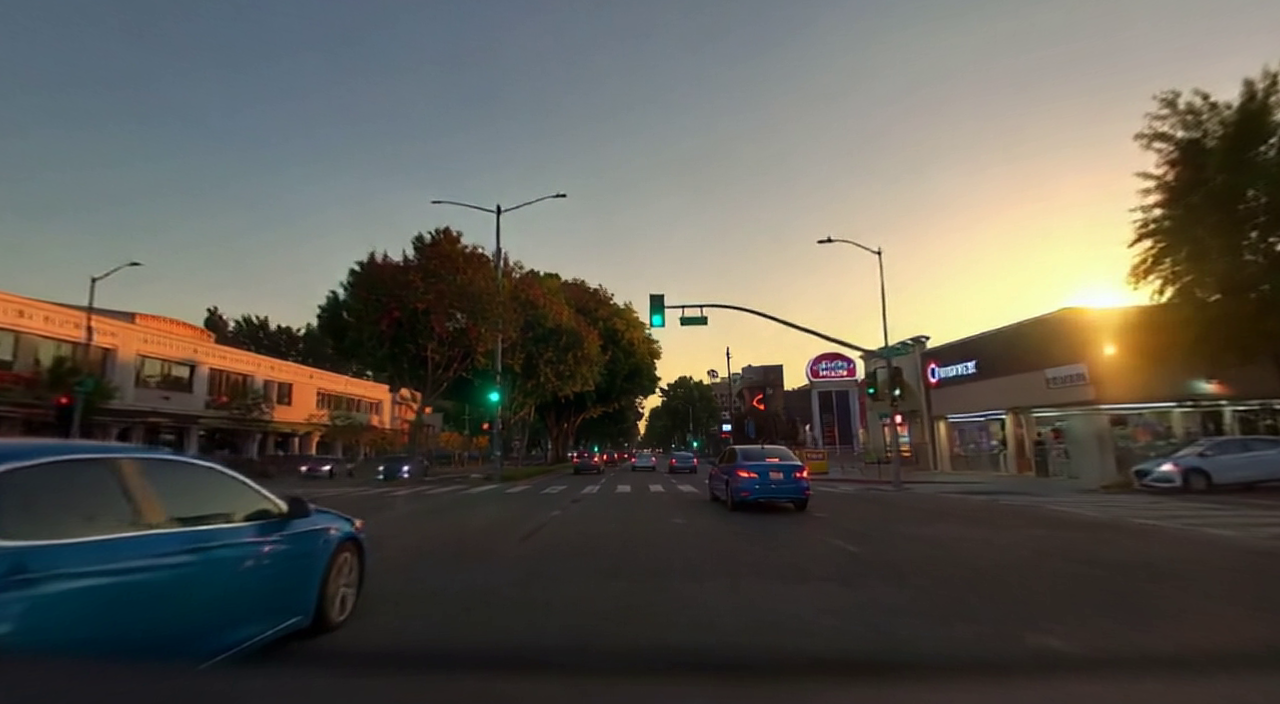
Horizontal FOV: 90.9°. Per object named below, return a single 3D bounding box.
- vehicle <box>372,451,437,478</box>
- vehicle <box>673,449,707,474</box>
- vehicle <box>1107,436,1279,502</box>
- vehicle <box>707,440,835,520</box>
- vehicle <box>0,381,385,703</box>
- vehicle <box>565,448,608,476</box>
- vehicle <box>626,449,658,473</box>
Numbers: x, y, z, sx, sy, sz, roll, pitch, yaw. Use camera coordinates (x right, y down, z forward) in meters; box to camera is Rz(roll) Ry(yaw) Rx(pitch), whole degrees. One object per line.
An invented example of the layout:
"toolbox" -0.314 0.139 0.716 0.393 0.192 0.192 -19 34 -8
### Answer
"vehicle" -14.361 6.855 38.742 2.119 1.477 4.548 -1 -8 1
"vehicle" 3.411 7.562 43.749 1.931 1.552 4.125 0 -8 -1
"vehicle" 16.092 3.156 17.324 4.637 1.654 2.277 0 -8 -1
"vehicle" 2.769 2.790 14.354 1.946 1.513 4.133 0 -8 -1
"vehicle" -3.006 0.968 2.257 2.032 1.639 5.037 0 -8 1
"vehicle" -3.106 6.428 37.113 2.040 1.471 4.211 -1 -8 2
"vehicle" 0.093 7.286 42.267 2.070 1.460 4.118 0 -8 -1
